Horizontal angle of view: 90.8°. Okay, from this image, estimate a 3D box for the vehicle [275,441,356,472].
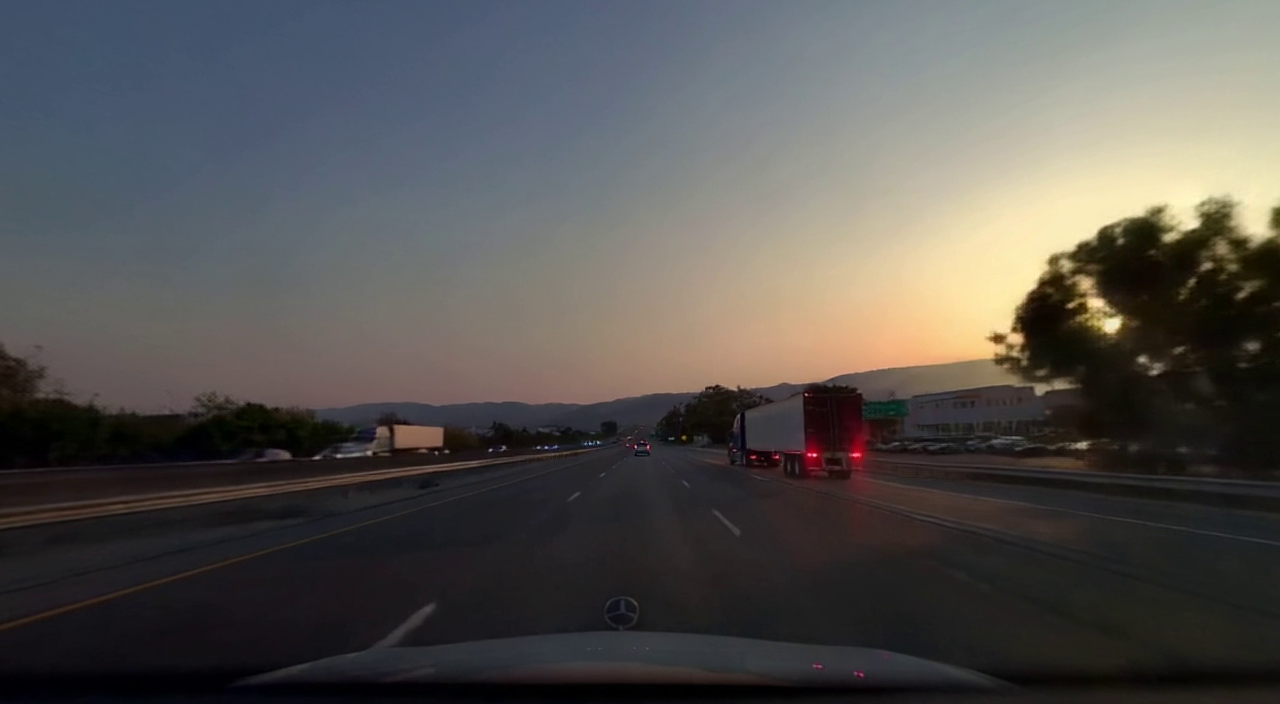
[{"bbox_3d":[-21.700,6.985,42.561,2.260,1.879,5.773,0,-8,1],"label":"vehicle"}]

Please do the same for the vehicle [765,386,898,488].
[{"bbox_3d":[6.845,3.264,24.044,2.793,3.204,7.997,0,-8,2],"label":"vehicle"}]

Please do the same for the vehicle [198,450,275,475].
[{"bbox_3d":[-25.597,7.012,40.275,1.857,1.478,4.545,0,-8,1],"label":"vehicle"}]
